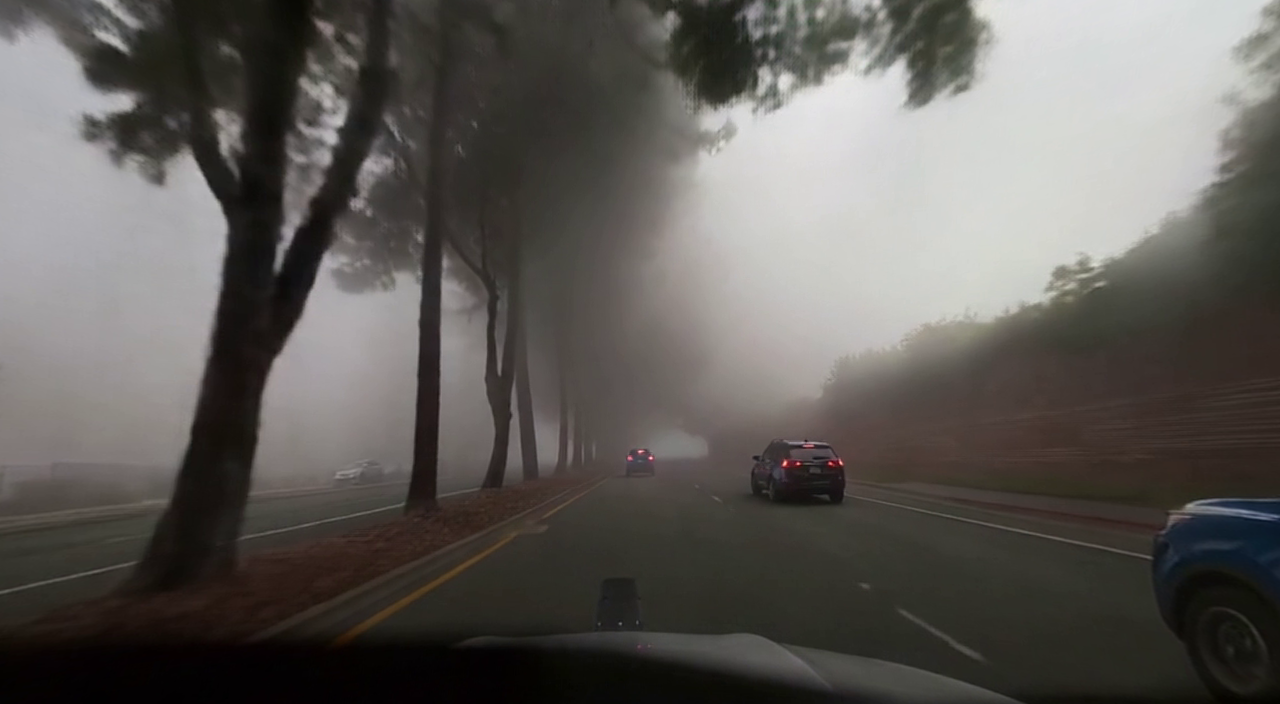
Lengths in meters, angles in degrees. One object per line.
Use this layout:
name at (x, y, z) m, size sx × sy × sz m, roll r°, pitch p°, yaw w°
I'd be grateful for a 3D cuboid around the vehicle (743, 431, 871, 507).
vehicle at (4.297, 3.083, 17.157) m, size 2.155 × 1.752 × 4.456 m, roll -1°, pitch -8°, yaw -1°

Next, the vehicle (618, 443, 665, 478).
vehicle at (0.041, 5.849, 34.238) m, size 2.391 × 1.739 × 3.837 m, roll -1°, pitch -8°, yaw 0°

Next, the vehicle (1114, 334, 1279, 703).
vehicle at (4.030, 0.553, 1.091) m, size 2.470 × 1.751 × 5.015 m, roll -1°, pitch -8°, yaw 0°
